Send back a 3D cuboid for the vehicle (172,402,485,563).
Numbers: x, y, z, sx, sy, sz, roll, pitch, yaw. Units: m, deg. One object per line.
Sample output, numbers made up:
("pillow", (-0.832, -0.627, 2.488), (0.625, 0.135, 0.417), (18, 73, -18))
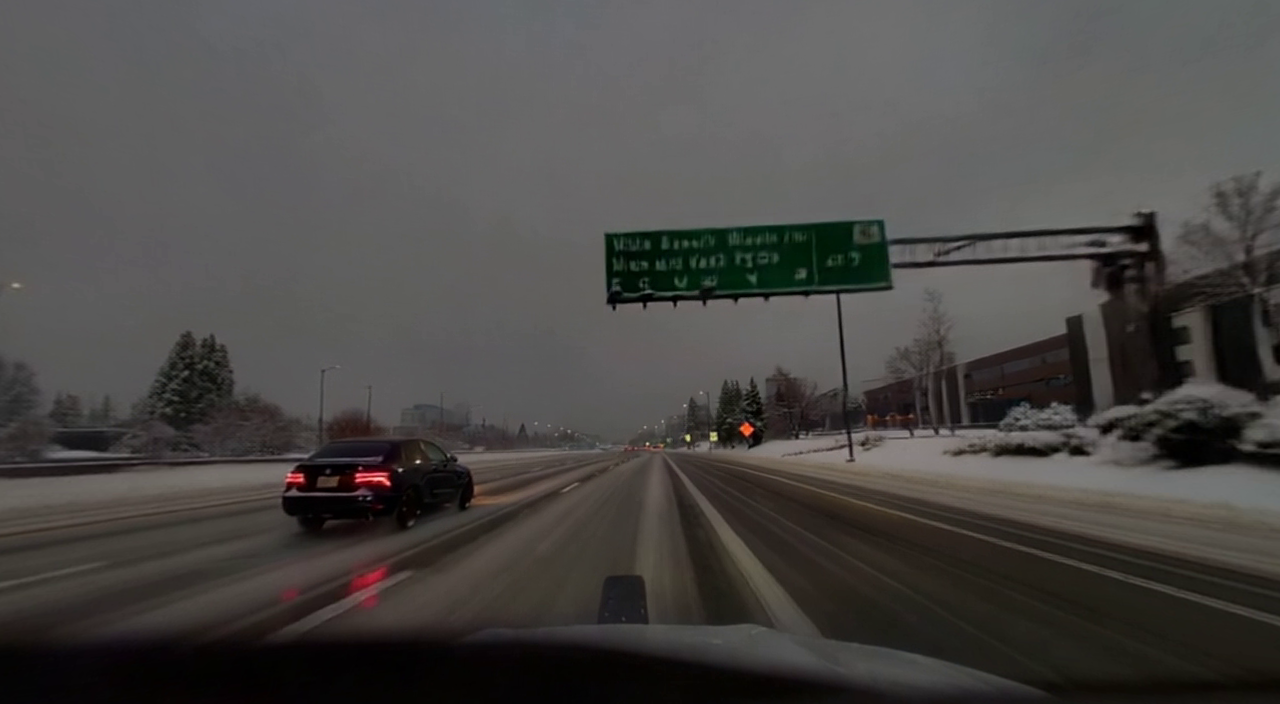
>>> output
("vehicle", (-4.114, 1.824, 9.555), (2.145, 1.793, 4.762), (-1, -8, 2))
